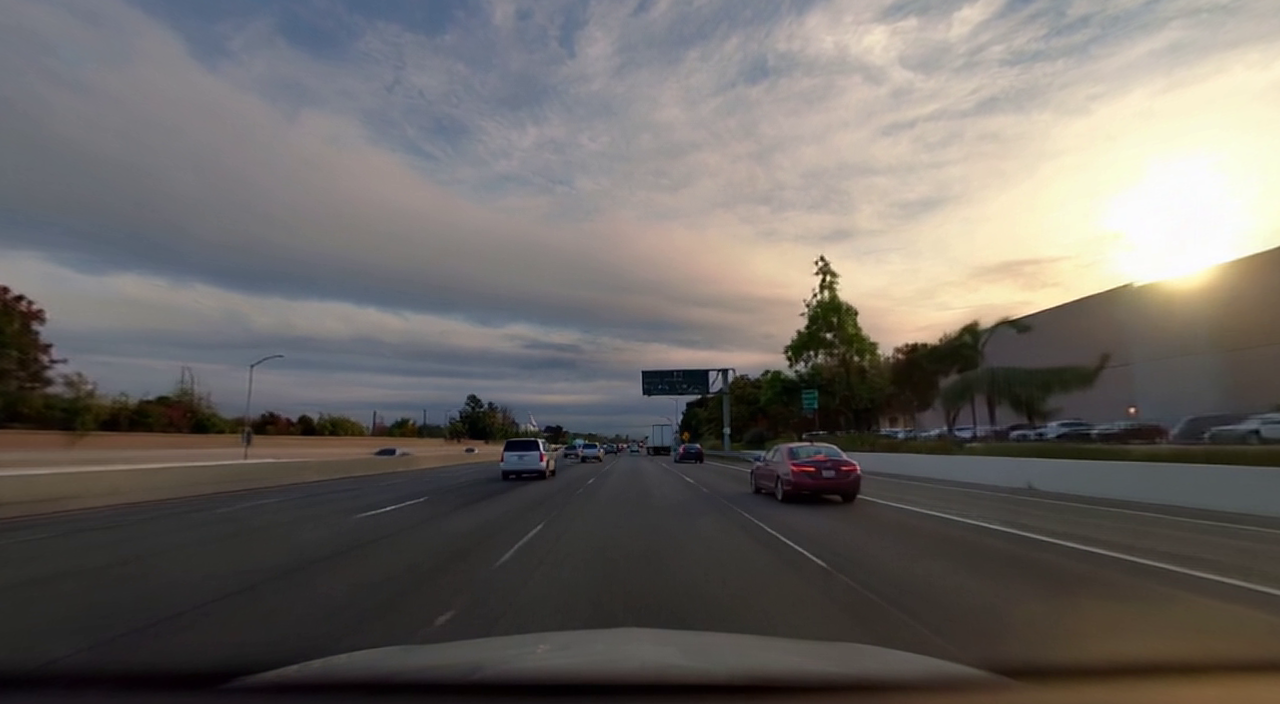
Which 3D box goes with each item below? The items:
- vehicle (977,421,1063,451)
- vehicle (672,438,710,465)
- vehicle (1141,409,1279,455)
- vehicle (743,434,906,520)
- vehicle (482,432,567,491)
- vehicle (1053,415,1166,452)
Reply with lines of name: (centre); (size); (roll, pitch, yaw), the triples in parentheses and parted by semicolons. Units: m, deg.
vehicle: (27.394, 6.165, 45.904); (2.176, 1.975, 6.444); (-1, -9, -1)
vehicle: (3.597, 7.130, 45.352); (2.198, 1.807, 4.530); (0, -9, -2)
vehicle: (27.689, 3.922, 30.387); (2.212, 1.977, 5.953); (-1, -9, -1)
vehicle: (3.667, 2.573, 13.599); (1.957, 1.510, 4.643); (0, -8, -2)
vehicle: (-3.758, 3.657, 21.400); (1.987, 1.765, 4.508); (0, -8, 0)
vehicle: (27.640, 4.940, 37.572); (2.088, 1.999, 5.981); (-1, -9, 0)
